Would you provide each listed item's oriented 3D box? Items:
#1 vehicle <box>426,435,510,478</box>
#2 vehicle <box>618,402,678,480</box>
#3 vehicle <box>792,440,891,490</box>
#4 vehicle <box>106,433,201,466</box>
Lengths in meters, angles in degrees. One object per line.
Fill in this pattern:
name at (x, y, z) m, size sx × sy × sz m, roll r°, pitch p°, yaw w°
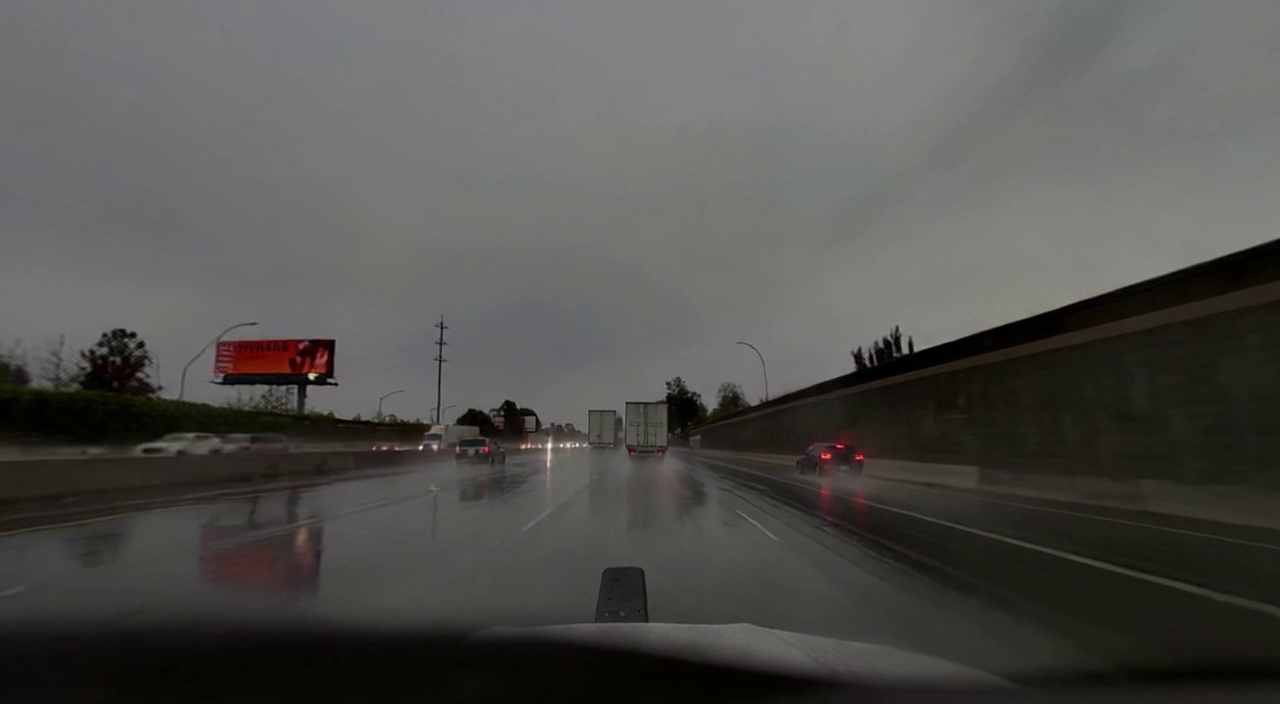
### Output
vehicle at (-6.719, 4.120, 25.237) m, size 1.992 × 1.547 × 4.673 m, roll 0°, pitch -8°, yaw 1°
vehicle at (0.366, 5.132, 38.155) m, size 3.054 × 3.944 × 11.230 m, roll -1°, pitch -6°, yaw -1°
vehicle at (6.947, 3.922, 22.300) m, size 1.969 × 1.560 × 4.394 m, roll 0°, pitch -8°, yaw -1°
vehicle at (-22.218, 4.451, 28.949) m, size 1.532 × 1.421 × 3.467 m, roll 0°, pitch -8°, yaw 1°
